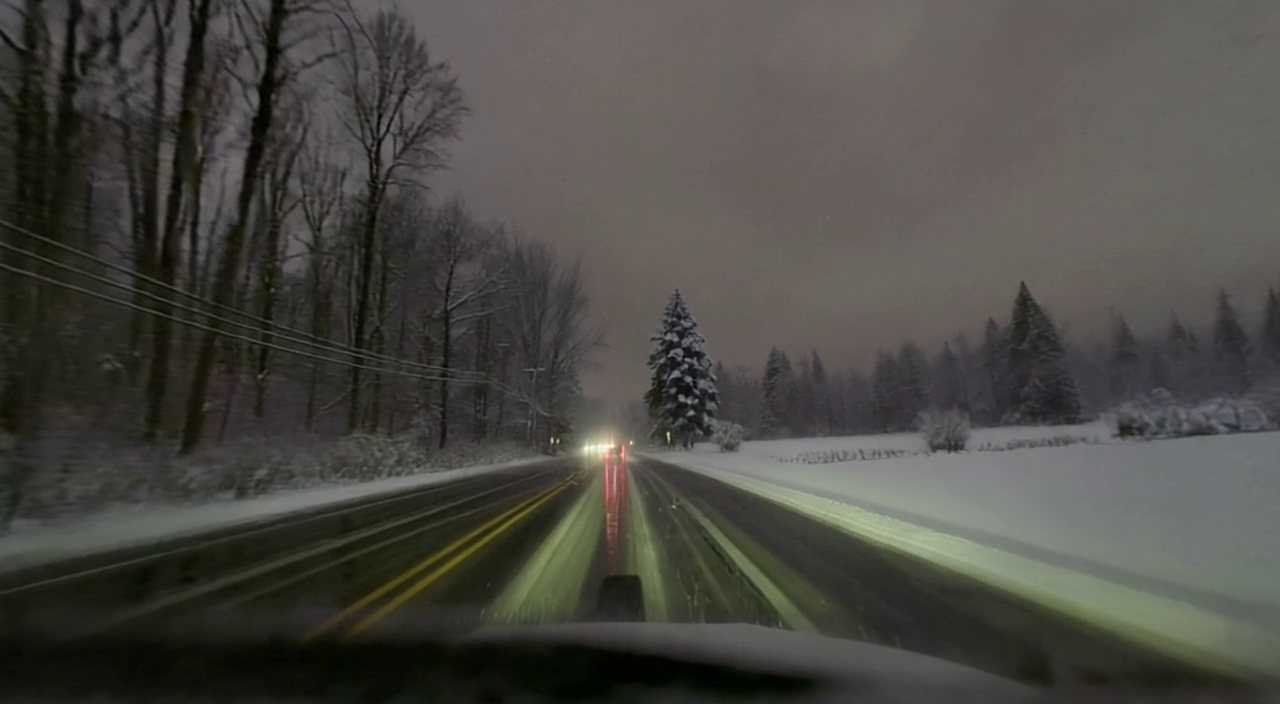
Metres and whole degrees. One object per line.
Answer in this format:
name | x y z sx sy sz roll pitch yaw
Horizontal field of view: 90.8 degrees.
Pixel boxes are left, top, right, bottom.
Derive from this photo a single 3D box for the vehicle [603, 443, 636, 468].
vehicle | -1.356 6.763 41.432 2.042 1.489 3.963 0 -8 -2
